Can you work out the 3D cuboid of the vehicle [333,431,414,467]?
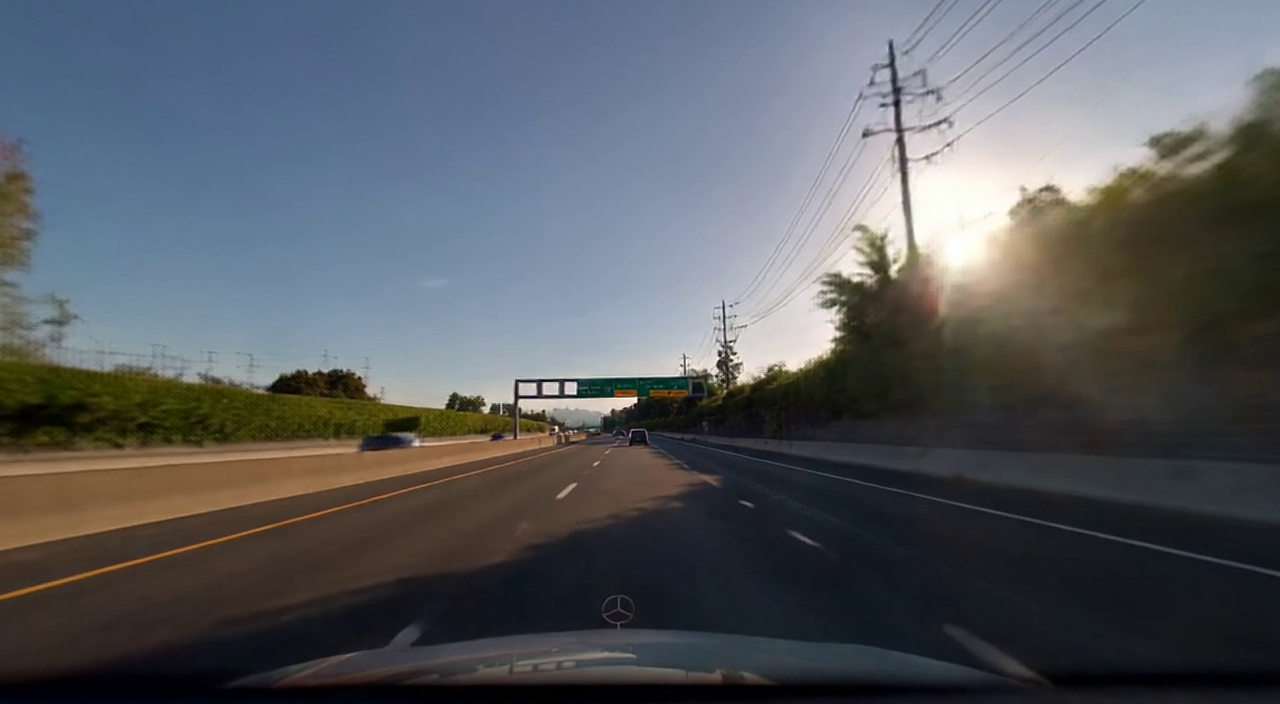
[{"bbox_3d":[-12.533,4.563,29.983,1.907,1.549,4.603,0,-8,0],"label":"vehicle"}]
